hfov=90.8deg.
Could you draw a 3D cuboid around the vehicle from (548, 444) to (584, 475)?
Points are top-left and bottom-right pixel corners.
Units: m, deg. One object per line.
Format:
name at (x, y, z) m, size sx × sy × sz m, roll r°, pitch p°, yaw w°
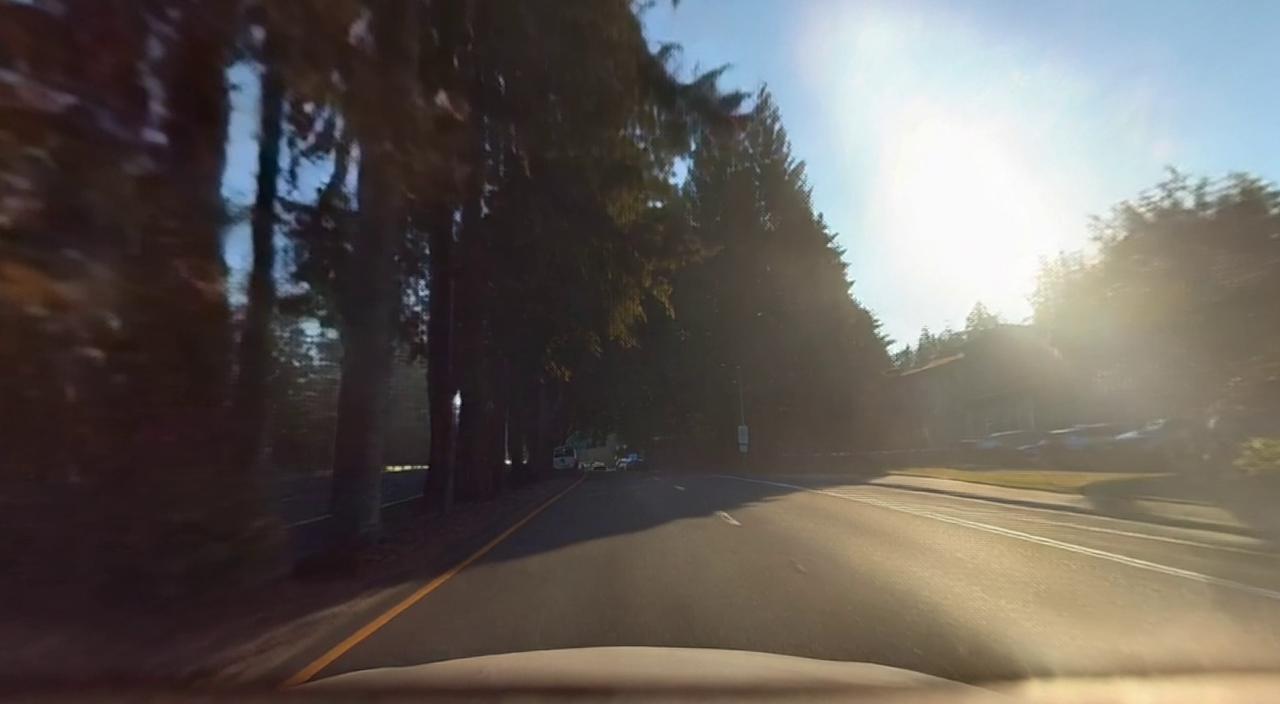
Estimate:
vehicle at (-5.610, 8.180, 48.359) m, size 2.323 × 2.252 × 4.808 m, roll 0°, pitch -8°, yaw -2°
